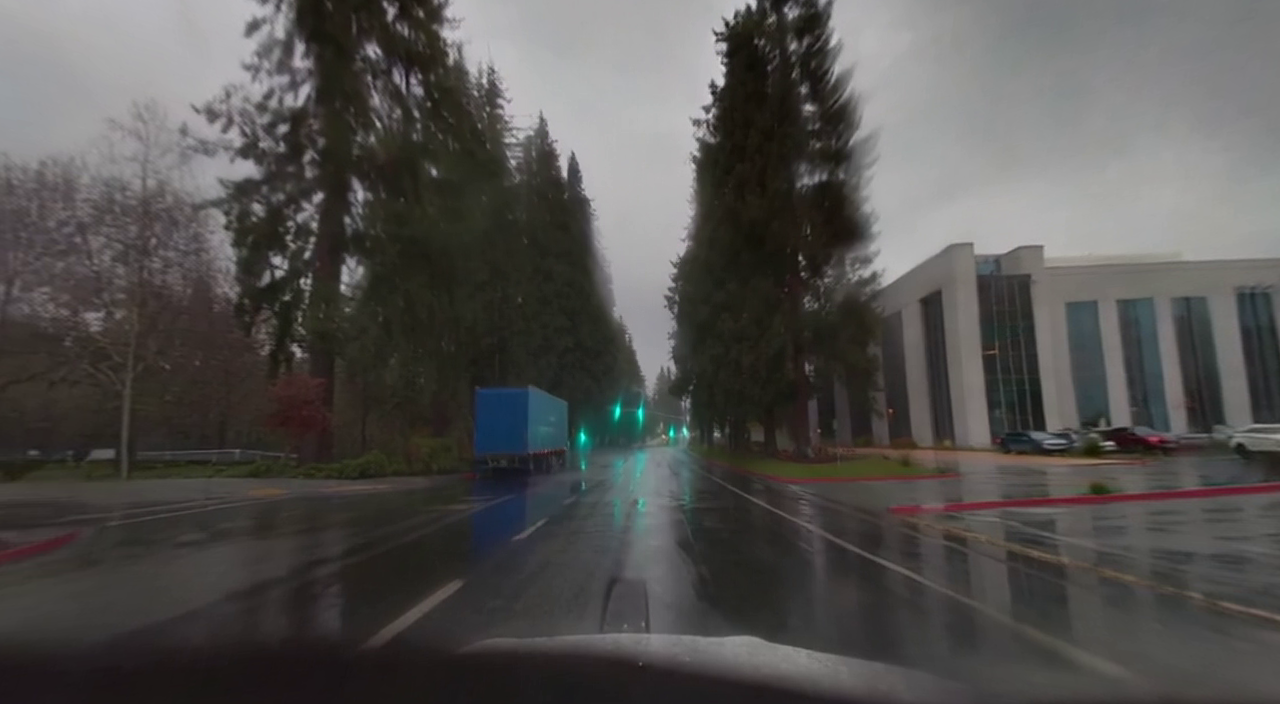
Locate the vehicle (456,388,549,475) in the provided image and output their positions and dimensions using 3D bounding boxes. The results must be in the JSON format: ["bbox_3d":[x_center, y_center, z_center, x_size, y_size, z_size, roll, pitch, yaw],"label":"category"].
[{"bbox_3d":[-6.995,4.304,33.595,3.053,4.058,8.110,0,-8,0],"label":"vehicle"}]
